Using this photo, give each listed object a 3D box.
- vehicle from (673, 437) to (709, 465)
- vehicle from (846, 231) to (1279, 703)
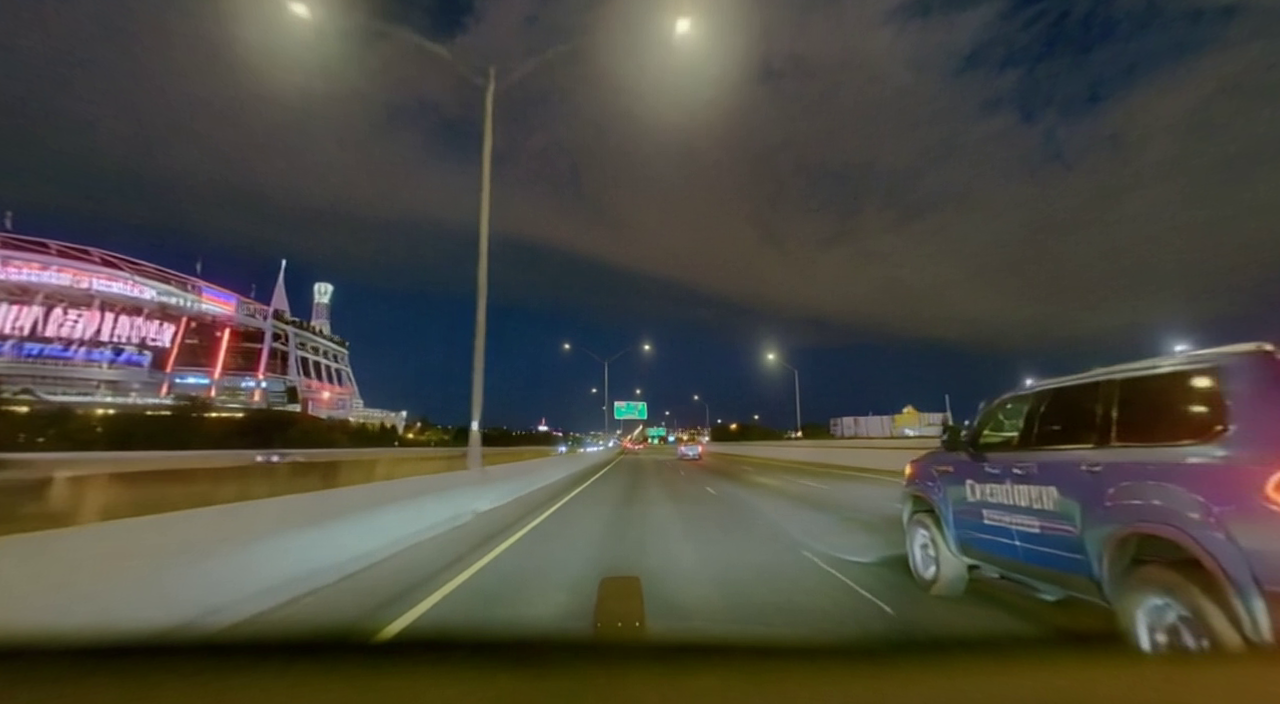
[{"bbox_3d":[3.321,6.603,42.147,1.973,1.774,4.092,0,-9,-1],"label":"vehicle"},{"bbox_3d":[3.073,0.843,3.377,2.199,2.002,4.970,0,-8,0],"label":"vehicle"}]
